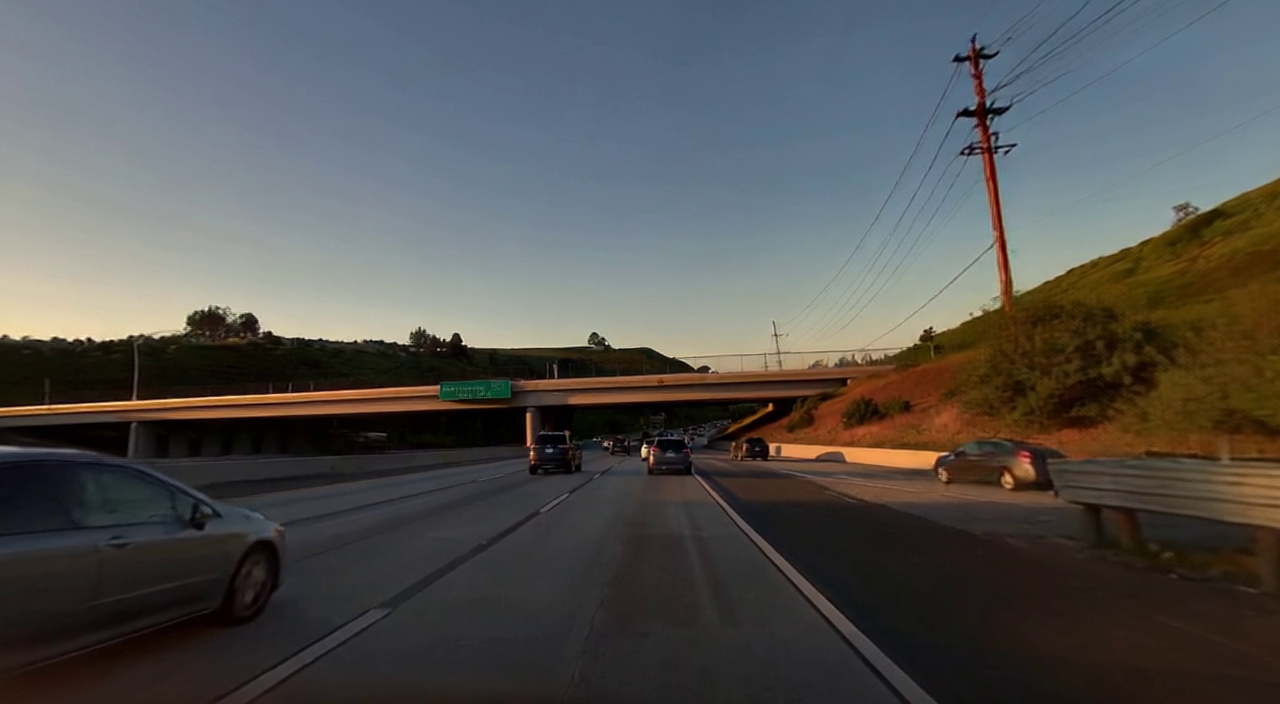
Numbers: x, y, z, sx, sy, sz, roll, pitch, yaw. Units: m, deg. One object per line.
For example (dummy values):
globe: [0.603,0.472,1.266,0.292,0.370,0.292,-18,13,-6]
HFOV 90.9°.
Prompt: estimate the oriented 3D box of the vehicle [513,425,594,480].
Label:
vehicle: [-3.134,3.792,23.935,2.228,1.845,4.847,-1,-8,2]

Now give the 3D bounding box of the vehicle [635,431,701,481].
vehicle: [0.936,3.794,23.224,2.193,1.651,3.946,0,-8,0]

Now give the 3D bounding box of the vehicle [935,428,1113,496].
vehicle: [12.285,3.537,20.688,2.059,1.938,4.793,2,-9,-14]
